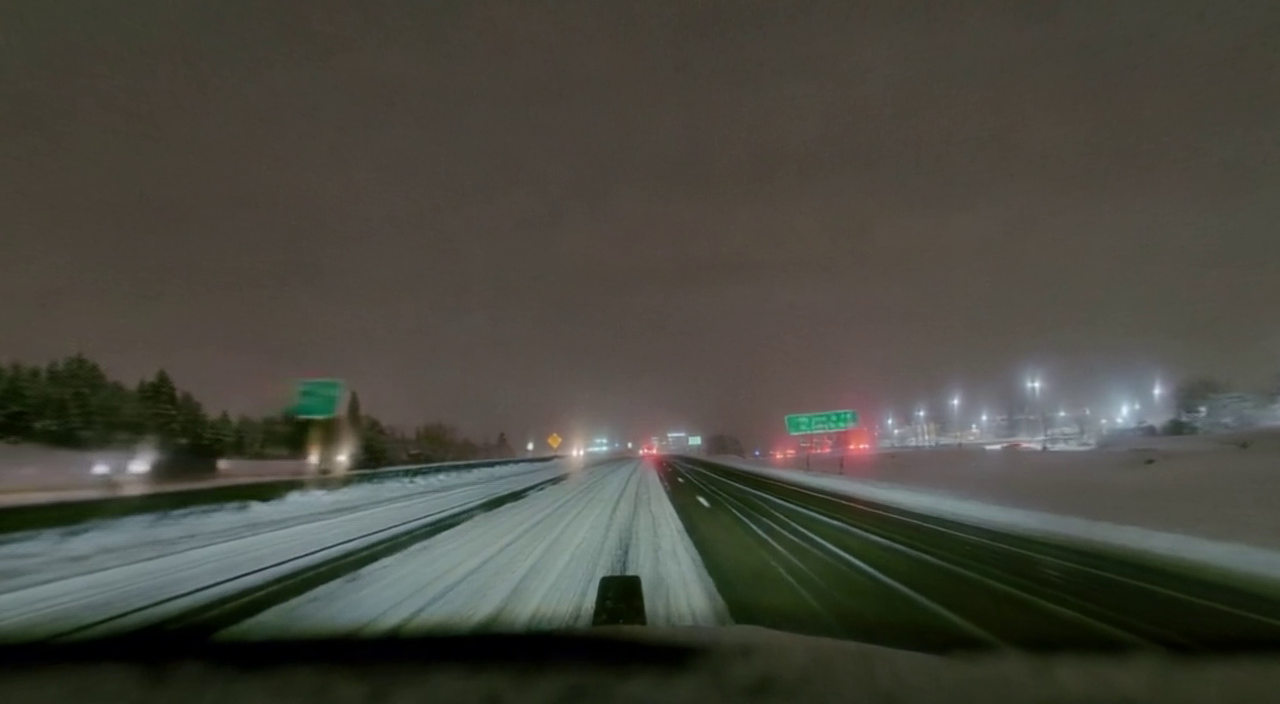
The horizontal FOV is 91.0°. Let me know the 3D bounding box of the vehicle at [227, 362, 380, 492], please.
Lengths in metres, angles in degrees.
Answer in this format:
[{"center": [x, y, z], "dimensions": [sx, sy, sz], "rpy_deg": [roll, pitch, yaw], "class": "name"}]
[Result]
[{"center": [-11.064, 2.551, 21.178], "dimensions": [2.818, 3.939, 3.780], "rpy_deg": [0, -9, 1], "class": "vehicle"}]
